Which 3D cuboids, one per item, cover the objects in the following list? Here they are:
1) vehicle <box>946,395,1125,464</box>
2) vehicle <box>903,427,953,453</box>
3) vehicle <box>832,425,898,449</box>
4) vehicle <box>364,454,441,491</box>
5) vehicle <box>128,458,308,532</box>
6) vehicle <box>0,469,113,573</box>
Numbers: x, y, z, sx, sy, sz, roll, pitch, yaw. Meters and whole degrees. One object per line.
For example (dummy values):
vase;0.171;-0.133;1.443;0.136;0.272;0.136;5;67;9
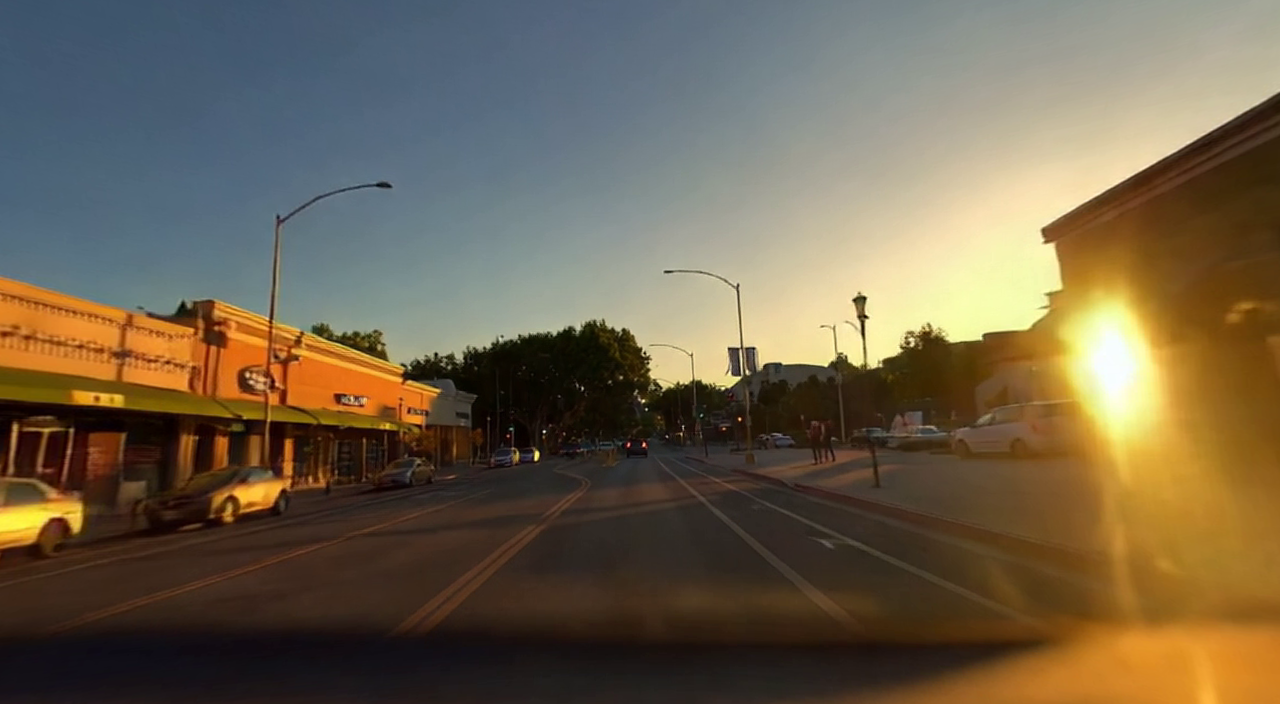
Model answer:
vehicle;12.786;2.629;20.996;2.532;1.997;5.001;0;-8;-2
vehicle;17.166;5.279;37.860;1.773;1.446;4.421;-3;-8;13
vehicle;17.071;6.506;48.087;4.135;1.753;2.122;-1;-9;1
vehicle;-10.978;5.577;29.531;1.828;1.470;4.523;0;-8;0
vehicle;-10.863;3.663;16.717;1.837;1.586;4.155;0;-8;0
vehicle;-10.775;2.626;9.590;1.784;1.502;4.344;0;-8;0
